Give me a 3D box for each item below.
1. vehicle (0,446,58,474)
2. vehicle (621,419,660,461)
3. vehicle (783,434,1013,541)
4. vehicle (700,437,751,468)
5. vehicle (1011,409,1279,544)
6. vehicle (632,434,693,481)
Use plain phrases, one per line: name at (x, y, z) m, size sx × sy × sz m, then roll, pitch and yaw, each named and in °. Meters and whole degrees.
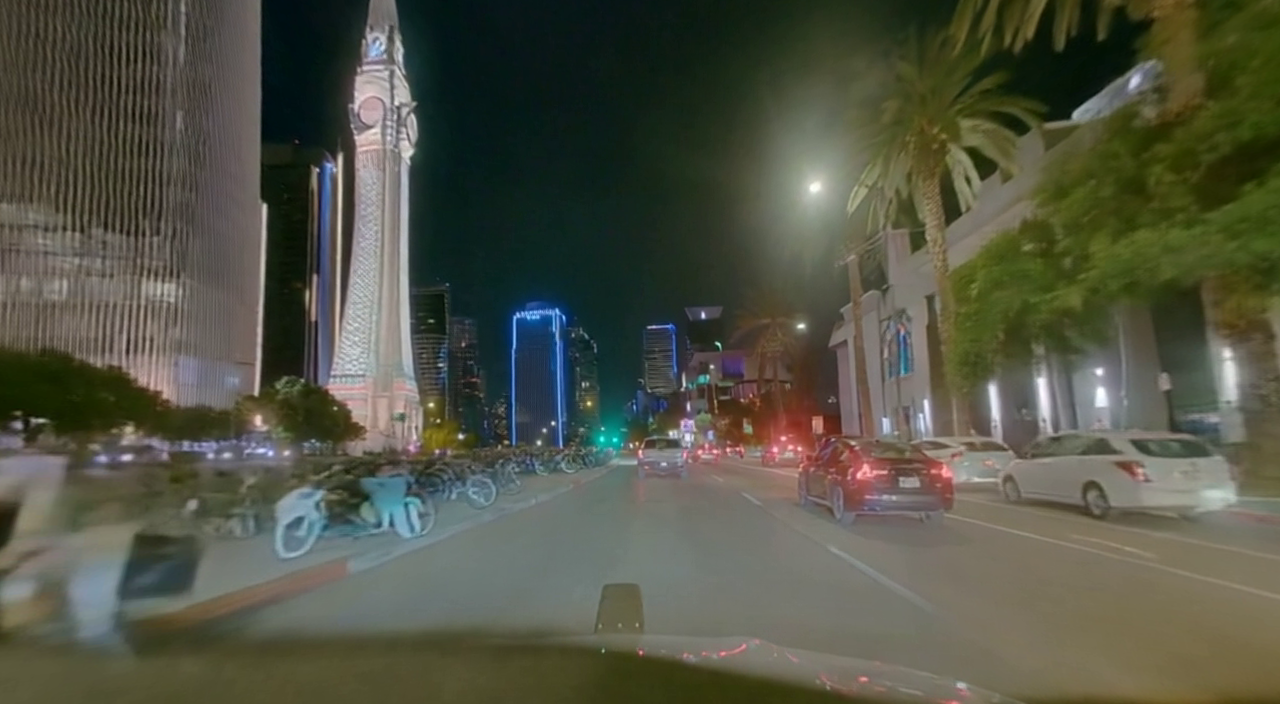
vehicle at (-41.522, 7.108, 41.850) m, size 2.006 × 1.732 × 4.736 m, roll 1°, pitch -8°, yaw -10°
vehicle at (-0.054, 6.516, 46.604) m, size 2.400 × 2.872 × 6.053 m, roll 0°, pitch -8°, yaw -4°
vehicle at (4.229, 2.280, 11.425) m, size 2.116 × 1.500 × 4.702 m, roll 0°, pitch -8°, yaw -1°
vehicle at (4.743, 5.646, 35.689) m, size 1.981 × 1.572 × 4.718 m, roll 0°, pitch -8°, yaw -3°
vehicle at (9.302, 2.161, 11.666) m, size 2.041 × 1.941 × 4.884 m, roll 0°, pitch -8°, yaw 2°
vehicle at (0.798, 3.931, 23.721) m, size 2.111 × 1.605 × 3.832 m, roll 0°, pitch -8°, yaw 1°
